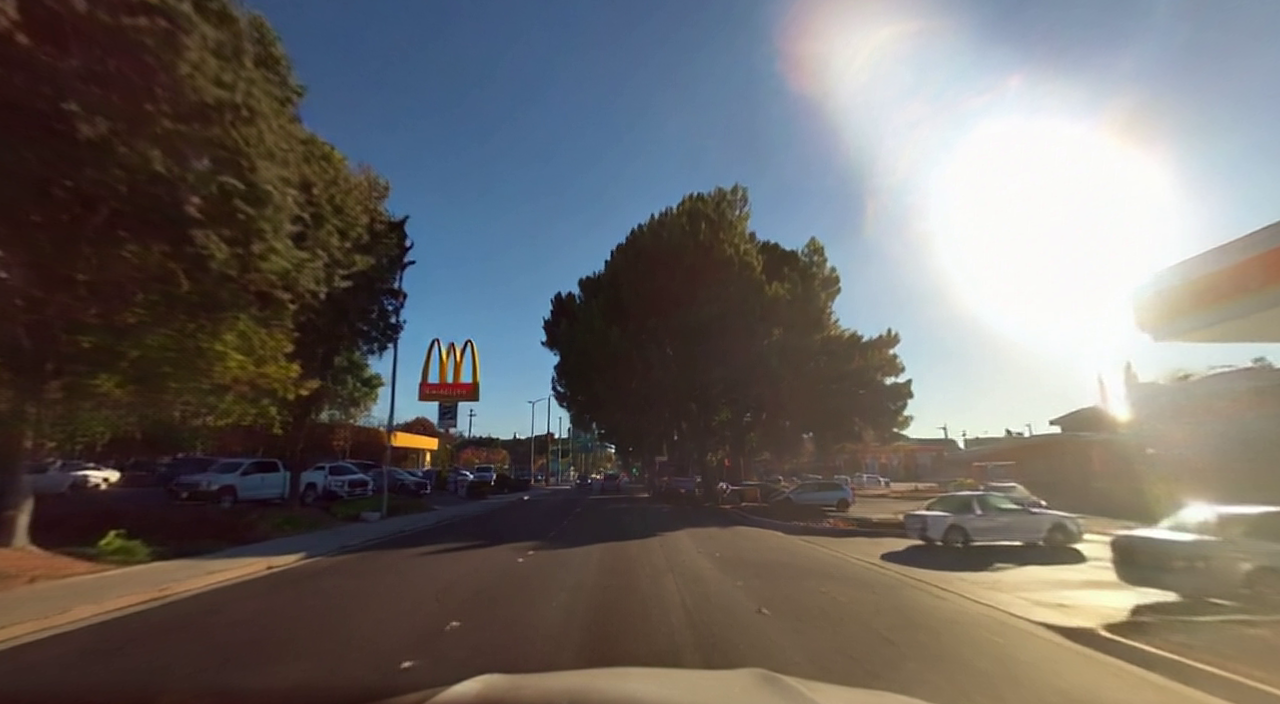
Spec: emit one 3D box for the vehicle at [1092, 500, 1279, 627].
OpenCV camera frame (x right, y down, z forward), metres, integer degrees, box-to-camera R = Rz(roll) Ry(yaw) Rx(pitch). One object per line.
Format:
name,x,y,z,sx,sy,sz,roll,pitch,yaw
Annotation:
vehicle,9.371,2.909,9.011,4.316,1.462,1.921,0,-11,-2

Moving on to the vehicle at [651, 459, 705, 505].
vehicle,1.791,6.551,31.898,2.153,2.074,5.188,1,-11,-3

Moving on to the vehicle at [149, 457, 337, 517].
vehicle,-12.416,4.226,19.930,4.575,1.641,2.006,10,-15,-43

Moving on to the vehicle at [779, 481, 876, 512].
vehicle,9.082,7.022,30.717,4.123,1.446,1.807,0,-11,-3

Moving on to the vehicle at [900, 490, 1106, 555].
vehicle,9.283,4.380,16.390,4.169,1.474,1.850,0,-11,-1

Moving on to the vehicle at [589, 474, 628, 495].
vehicle,-2.249,9.689,46.337,1.993,1.454,3.810,-2,-11,11
